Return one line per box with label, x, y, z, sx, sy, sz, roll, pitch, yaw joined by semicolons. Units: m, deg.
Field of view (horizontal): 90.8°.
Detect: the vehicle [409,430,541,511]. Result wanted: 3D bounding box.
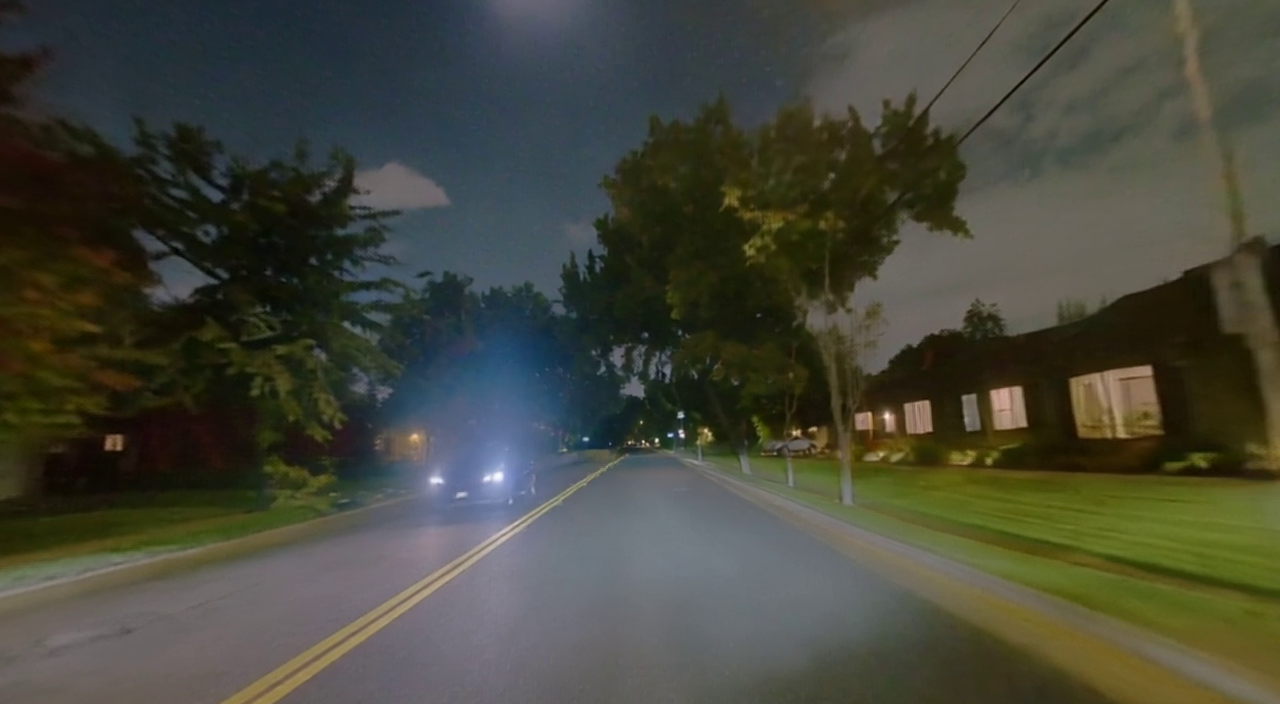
vehicle;-4.088;3.013;16.612;2.161;1.798;4.627;0;-8;1
